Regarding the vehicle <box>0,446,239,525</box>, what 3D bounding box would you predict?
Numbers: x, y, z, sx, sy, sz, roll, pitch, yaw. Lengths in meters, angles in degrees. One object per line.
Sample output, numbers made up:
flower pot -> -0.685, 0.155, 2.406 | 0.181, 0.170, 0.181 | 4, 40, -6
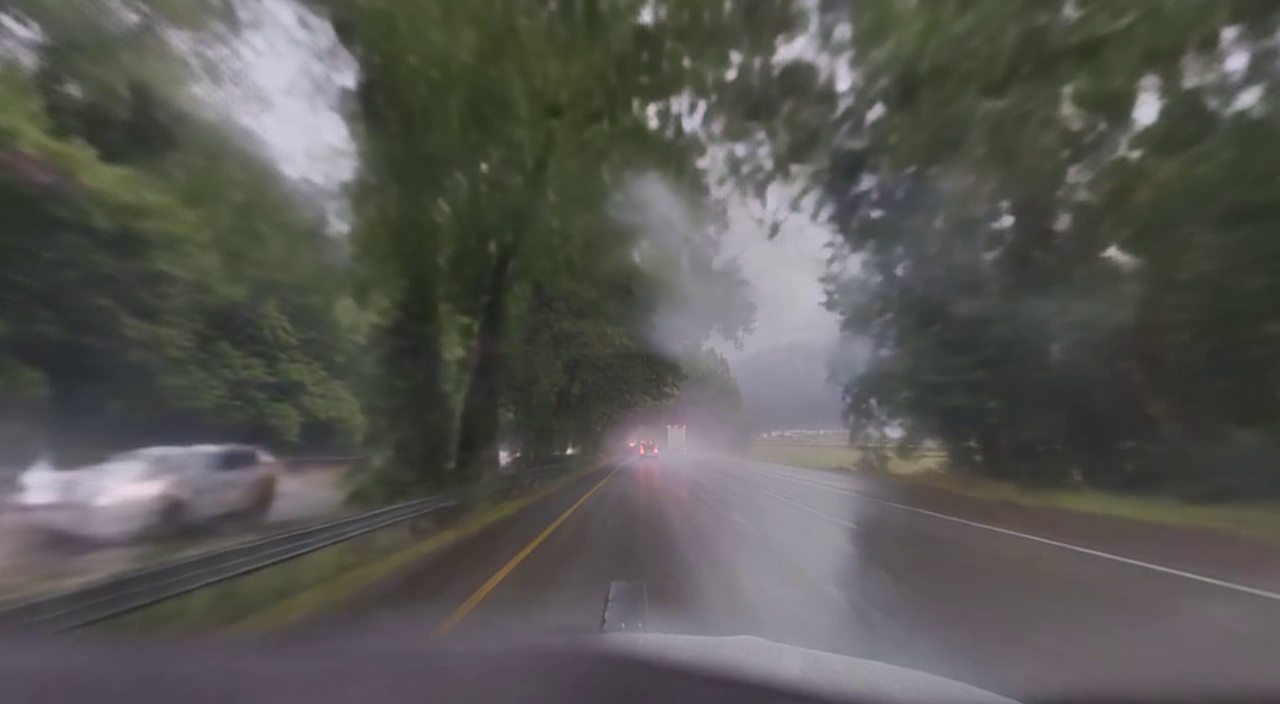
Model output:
vehicle -> -11.497, 2.881, 14.192 | 1.962, 1.480, 4.417 | 0, -9, 1

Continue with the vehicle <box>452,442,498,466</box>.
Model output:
vehicle -> -11.676, 7.290, 44.922 | 1.960, 1.597, 4.606 | 0, -9, 1
